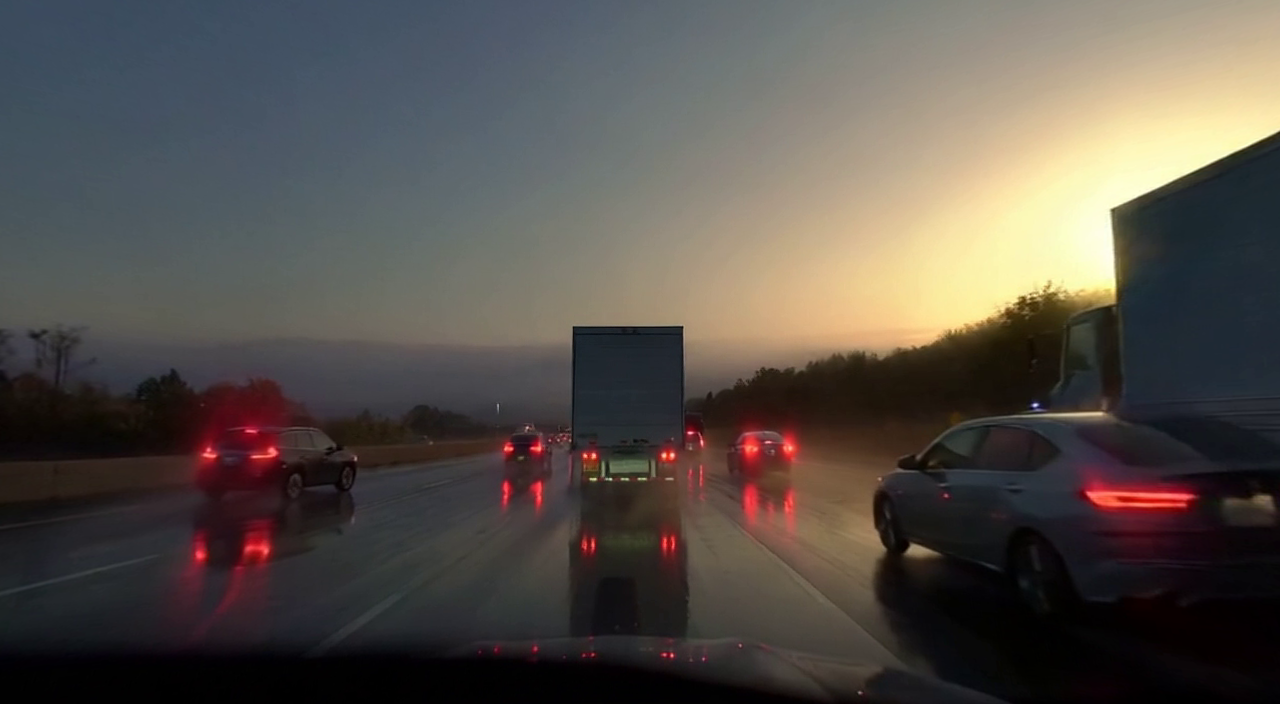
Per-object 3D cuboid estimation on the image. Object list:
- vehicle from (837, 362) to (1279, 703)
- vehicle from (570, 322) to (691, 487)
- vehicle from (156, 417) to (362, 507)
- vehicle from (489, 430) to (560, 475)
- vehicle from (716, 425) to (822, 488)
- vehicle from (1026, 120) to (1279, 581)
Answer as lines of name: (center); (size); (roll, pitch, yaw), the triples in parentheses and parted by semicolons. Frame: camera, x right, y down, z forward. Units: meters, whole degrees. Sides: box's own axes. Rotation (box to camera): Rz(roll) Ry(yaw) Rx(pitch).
vehicle: (3.257, 1.109, 4.539); (1.999, 1.523, 4.882); (0, -8, -1)
vehicle: (-0.421, 1.917, 20.365); (2.938, 4.033, 9.980); (0, -8, -2)
vehicle: (-7.971, 2.313, 13.733); (1.944, 1.653, 4.097); (0, -8, -1)
vehicle: (-4.111, 3.620, 22.963); (1.882, 1.493, 3.828); (0, -8, 0)
vehicle: (3.404, 2.835, 17.487); (1.945, 1.529, 4.129); (0, -8, -2)
vehicle: (7.207, -0.538, 1.754); (2.880, 4.073, 14.510); (0, -8, -1)
